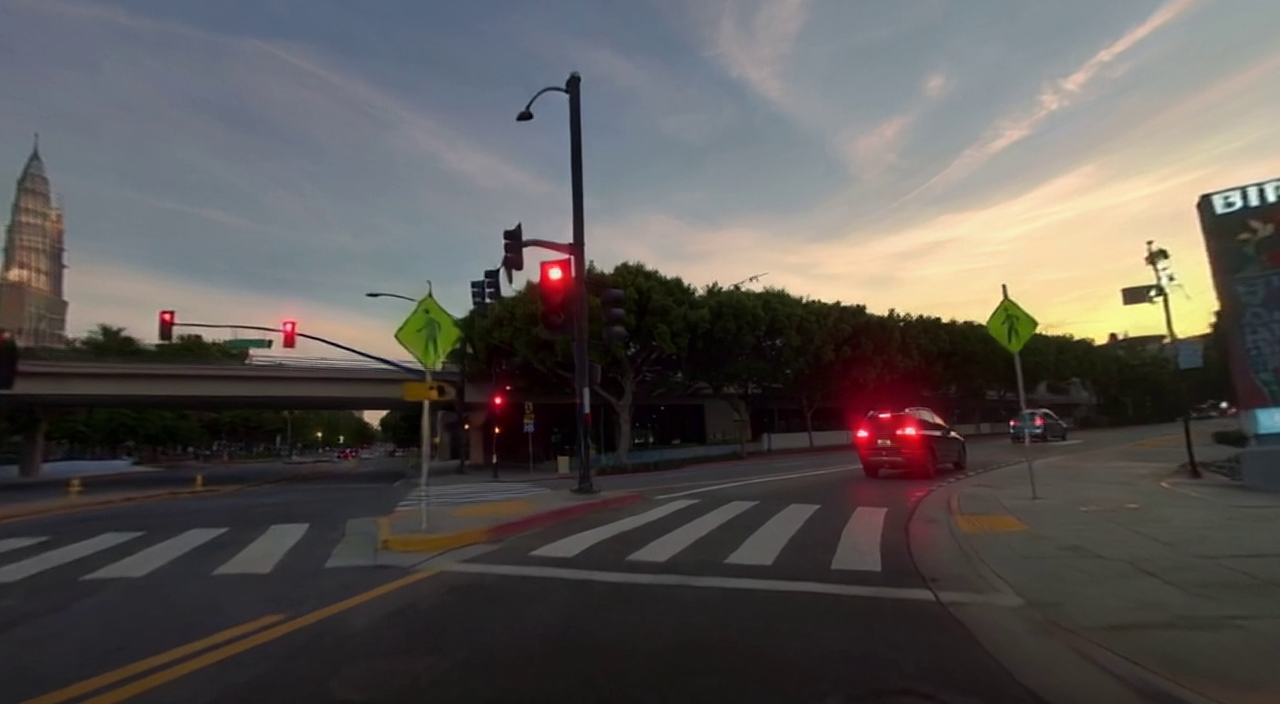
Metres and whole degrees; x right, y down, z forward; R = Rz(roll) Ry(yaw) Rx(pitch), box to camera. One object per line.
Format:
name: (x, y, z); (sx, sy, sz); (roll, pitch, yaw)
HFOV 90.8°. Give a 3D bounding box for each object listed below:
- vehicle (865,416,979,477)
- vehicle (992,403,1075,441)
vehicle: (8.545, 2.820, 18.956); (1.908, 1.622, 4.166); (-7, -11, 40)
vehicle: (21.978, 3.972, 35.223); (5.144, 1.954, 2.122); (6, -10, -37)
